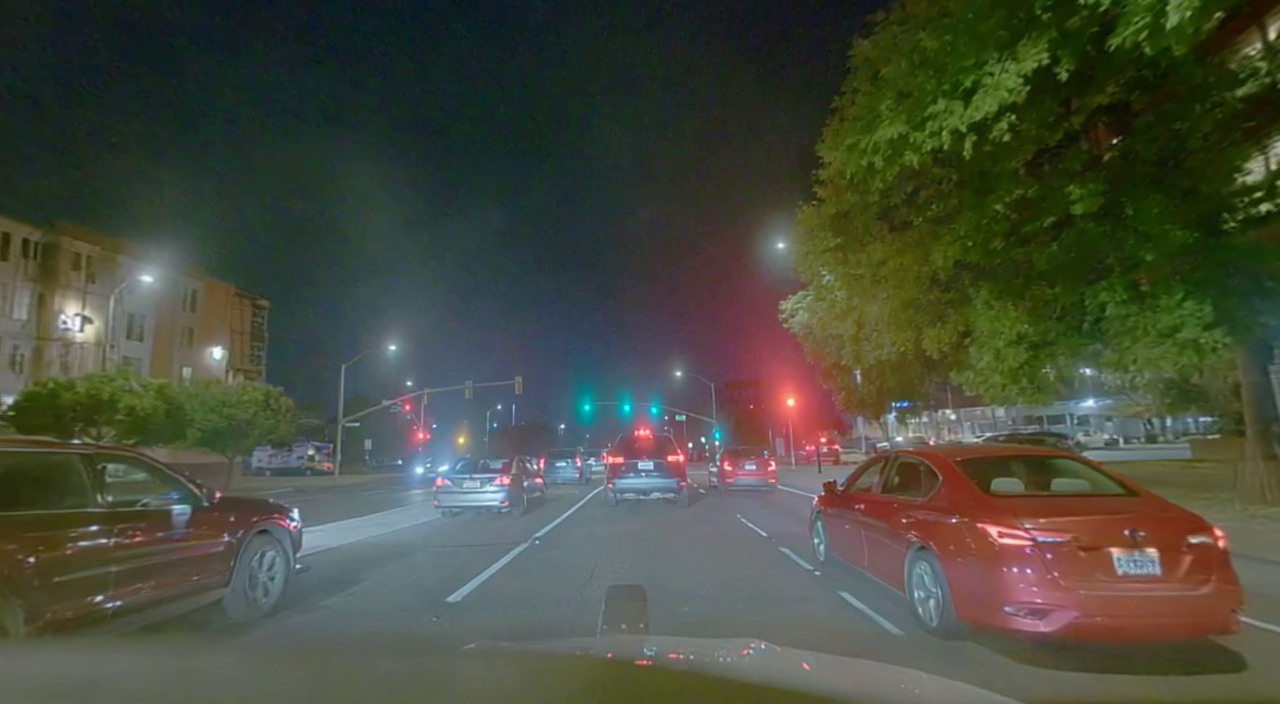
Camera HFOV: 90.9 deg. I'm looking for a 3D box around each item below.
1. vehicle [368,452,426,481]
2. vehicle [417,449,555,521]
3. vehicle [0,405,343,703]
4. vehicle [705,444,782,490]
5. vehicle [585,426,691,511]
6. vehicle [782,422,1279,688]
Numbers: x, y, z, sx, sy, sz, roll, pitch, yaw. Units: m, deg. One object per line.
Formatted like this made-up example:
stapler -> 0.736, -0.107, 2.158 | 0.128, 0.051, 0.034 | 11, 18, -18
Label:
vehicle -> -15.385, 7.222, 40.160 | 1.907, 1.681, 4.319 | 0, -8, 1
vehicle -> -3.337, 2.954, 14.548 | 2.115, 1.369, 3.908 | 0, -8, 2
vehicle -> -3.966, 1.168, 3.869 | 2.173, 1.536, 4.285 | 0, -8, 0
vehicle -> 3.622, 4.094, 22.858 | 2.058, 1.472, 4.317 | 0, -8, 0
vehicle -> -0.024, 2.942, 16.419 | 2.361, 1.898, 4.465 | 0, -8, 0
vehicle -> 2.893, 1.480, 5.870 | 2.052, 1.475, 4.540 | 0, -8, 0
